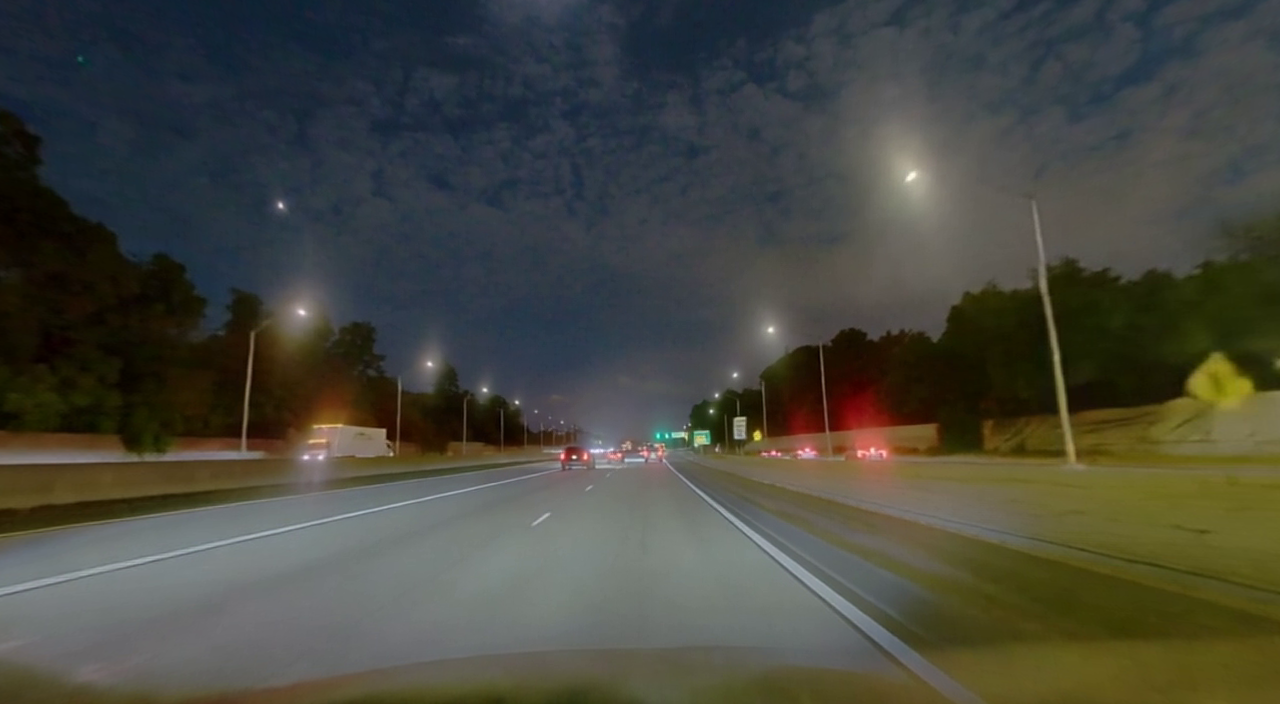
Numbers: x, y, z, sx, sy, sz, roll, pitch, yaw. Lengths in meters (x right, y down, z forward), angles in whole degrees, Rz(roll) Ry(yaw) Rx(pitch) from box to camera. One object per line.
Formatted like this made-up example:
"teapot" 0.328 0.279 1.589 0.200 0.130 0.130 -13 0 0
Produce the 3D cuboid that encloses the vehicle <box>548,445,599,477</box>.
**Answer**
"vehicle" -3.630 6.079 35.409 2.263 1.696 4.321 0 -9 2
